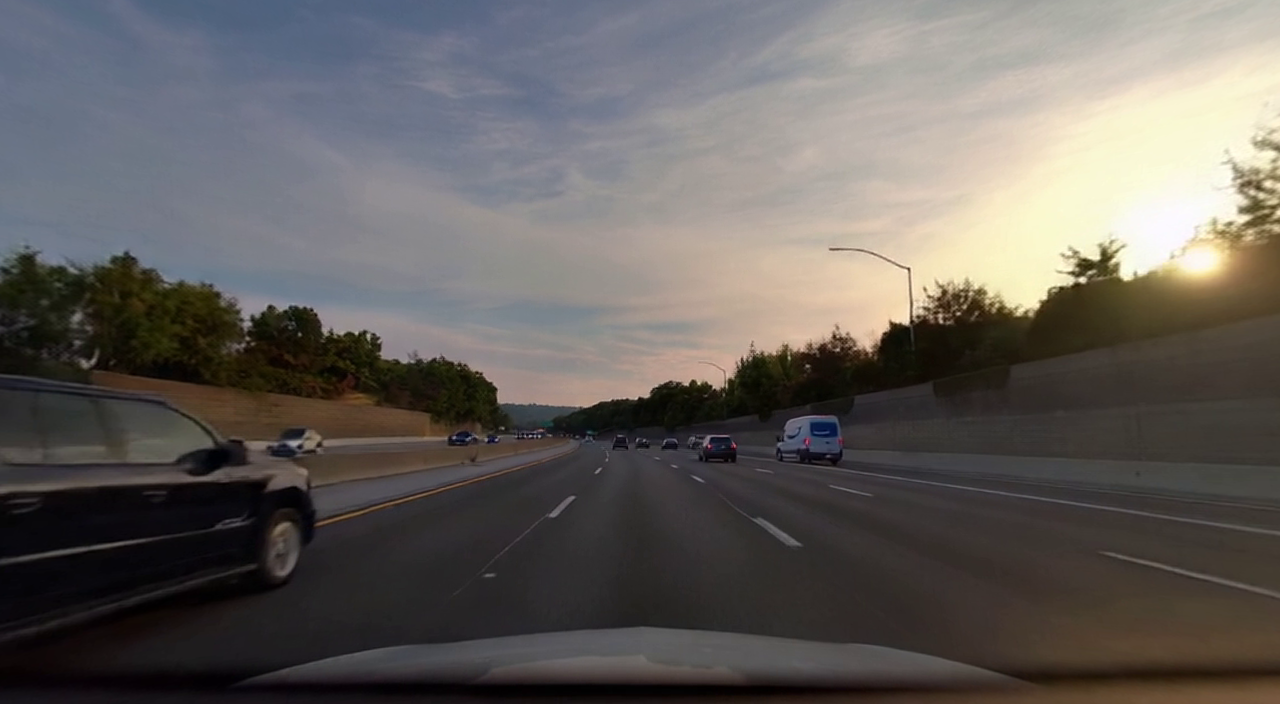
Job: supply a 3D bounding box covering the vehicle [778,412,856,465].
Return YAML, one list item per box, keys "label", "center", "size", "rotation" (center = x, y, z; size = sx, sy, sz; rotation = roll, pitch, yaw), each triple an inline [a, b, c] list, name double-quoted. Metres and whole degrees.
- label: "vehicle"
  center: [10.162, 5.077, 36.947]
  size: [2.274, 2.802, 6.802]
  rotation: [0, -8, -3]

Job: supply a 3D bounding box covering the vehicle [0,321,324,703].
- label: "vehicle"
  center: [-4.273, 0.805, 3.055]
  size: [2.331, 1.884, 5.787]
  rotation: [-1, -8, 2]

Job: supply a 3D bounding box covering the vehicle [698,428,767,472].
- label: "vehicle"
  center: [3.847, 4.167, 26.977]
  size: [2.141, 1.732, 4.279]
  rotation: [0, -8, -2]
